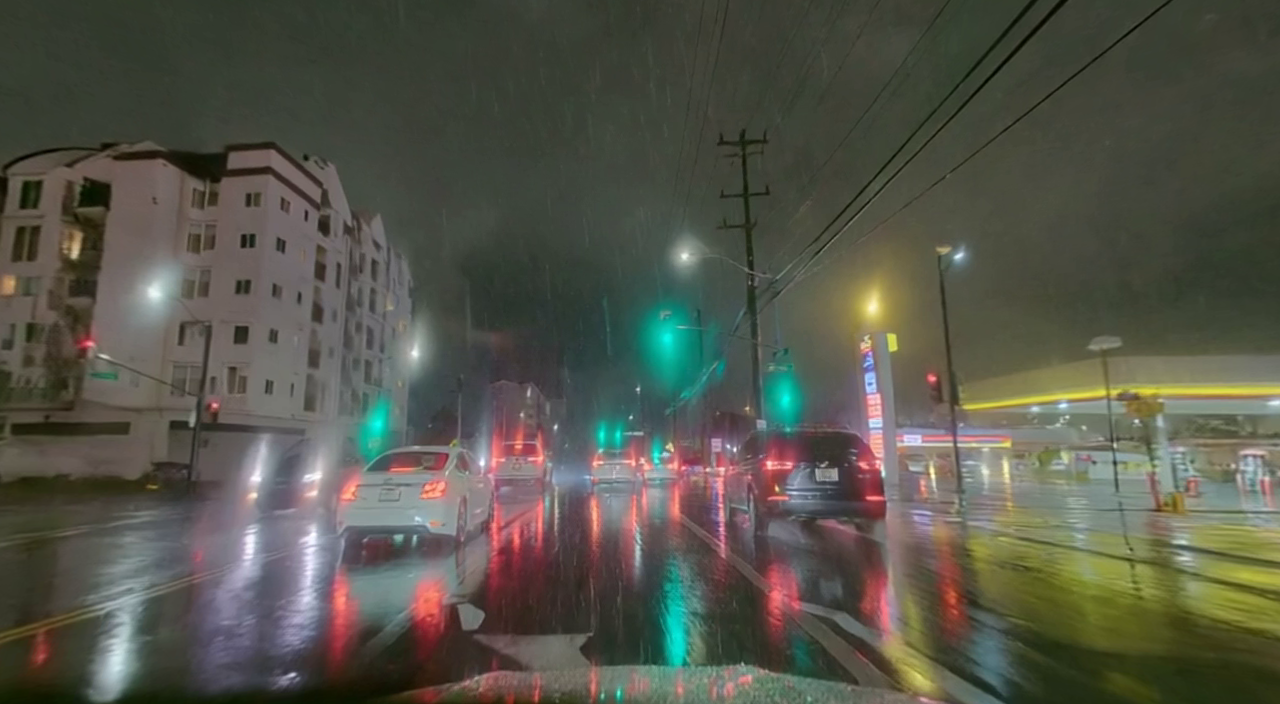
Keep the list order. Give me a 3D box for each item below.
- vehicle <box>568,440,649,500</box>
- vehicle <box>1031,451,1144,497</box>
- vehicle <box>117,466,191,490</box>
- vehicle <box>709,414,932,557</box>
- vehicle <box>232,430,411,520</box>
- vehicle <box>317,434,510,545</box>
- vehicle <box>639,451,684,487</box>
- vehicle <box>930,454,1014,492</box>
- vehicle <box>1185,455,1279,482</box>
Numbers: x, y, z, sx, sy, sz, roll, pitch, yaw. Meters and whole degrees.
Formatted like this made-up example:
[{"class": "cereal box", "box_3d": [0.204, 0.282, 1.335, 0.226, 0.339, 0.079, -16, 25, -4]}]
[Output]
[{"class": "vehicle", "box_3d": [-0.862, 3.244, 17.794, 1.999, 1.487, 3.939, 0, -8, -2]}, {"class": "vehicle", "box_3d": [20.238, 5.493, 28.813, 1.878, 1.680, 4.244, -2, -7, -2]}, {"class": "vehicle", "box_3d": [-31.135, 8.079, 40.481, 4.380, 1.372, 1.760, -6, -10, 23]}, {"class": "vehicle", "box_3d": [2.364, 1.875, 9.572, 1.945, 1.647, 4.160, 0, -8, -3]}, {"class": "vehicle", "box_3d": [-7.064, 2.749, 14.656, 2.069, 1.735, 4.240, 0, -8, -3]}, {"class": "vehicle", "box_3d": [-3.492, 2.162, 10.710, 1.932, 1.458, 4.330, 0, -8, -4]}, {"class": "vehicle", "box_3d": [1.068, 6.208, 33.830, 1.953, 1.687, 4.094, 0, -8, -4]}, {"class": "vehicle", "box_3d": [14.773, 5.379, 28.429, 1.959, 1.482, 4.664, -2, -9, 11]}, {"class": "vehicle", "box_3d": [35.345, 6.817, 37.204, 4.573, 1.474, 2.080, 0, -8, -3]}]
